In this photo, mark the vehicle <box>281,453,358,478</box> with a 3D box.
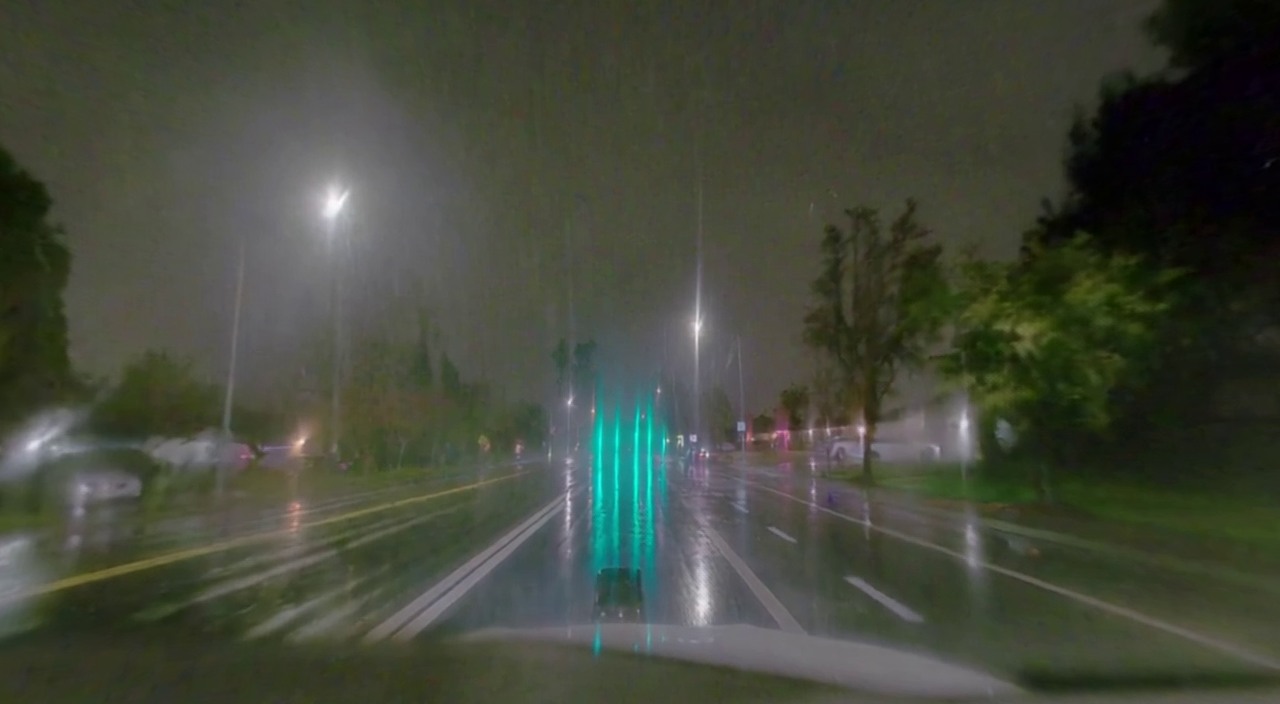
[{"bbox_3d":[-23.421,8.300,46.274,4.466,1.773,2.063,0,-8,-2],"label":"vehicle"}]

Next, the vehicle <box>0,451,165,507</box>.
[{"bbox_3d":[-20.995,4.743,24.121,2.128,1.839,4.830,1,-9,-4],"label":"vehicle"}]

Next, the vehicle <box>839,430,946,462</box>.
[{"bbox_3d":[13.198,4.948,33.221,4.710,1.612,1.999,0,-8,-2],"label":"vehicle"}]

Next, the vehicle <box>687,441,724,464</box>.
[{"bbox_3d":[4.714,7.320,46.224,1.995,1.553,4.628,0,-8,-3],"label":"vehicle"}]
